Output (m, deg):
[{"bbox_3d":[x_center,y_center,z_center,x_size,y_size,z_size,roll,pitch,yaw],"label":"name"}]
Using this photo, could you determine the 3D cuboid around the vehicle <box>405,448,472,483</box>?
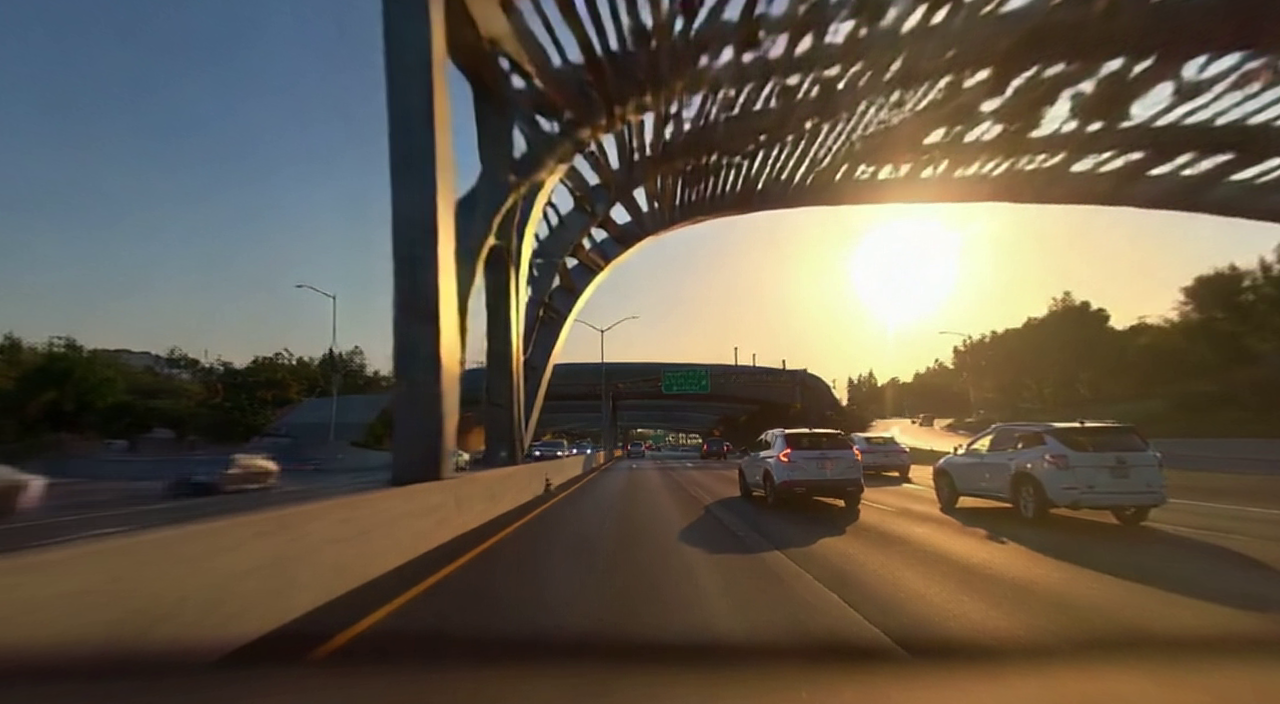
[{"bbox_3d":[-9.343,5.246,29.546,1.922,1.523,3.645,0,-8,0],"label":"vehicle"}]

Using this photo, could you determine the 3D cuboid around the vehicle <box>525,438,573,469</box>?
[{"bbox_3d":[-6.030,6.827,42.687,2.405,1.932,5.424,0,-9,0],"label":"vehicle"}]

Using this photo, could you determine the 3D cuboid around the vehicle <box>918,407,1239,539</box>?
[{"bbox_3d":[7.133,2.027,11.205,2.040,1.801,4.959,0,-9,-1],"label":"vehicle"}]

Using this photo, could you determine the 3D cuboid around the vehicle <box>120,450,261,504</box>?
[{"bbox_3d":[-16.068,4.451,22.942,1.892,1.693,4.393,0,-8,0],"label":"vehicle"}]

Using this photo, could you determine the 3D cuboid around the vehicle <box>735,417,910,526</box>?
[{"bbox_3d":[3.218,2.223,12.237,2.059,1.711,4.302,0,-8,-1],"label":"vehicle"}]
